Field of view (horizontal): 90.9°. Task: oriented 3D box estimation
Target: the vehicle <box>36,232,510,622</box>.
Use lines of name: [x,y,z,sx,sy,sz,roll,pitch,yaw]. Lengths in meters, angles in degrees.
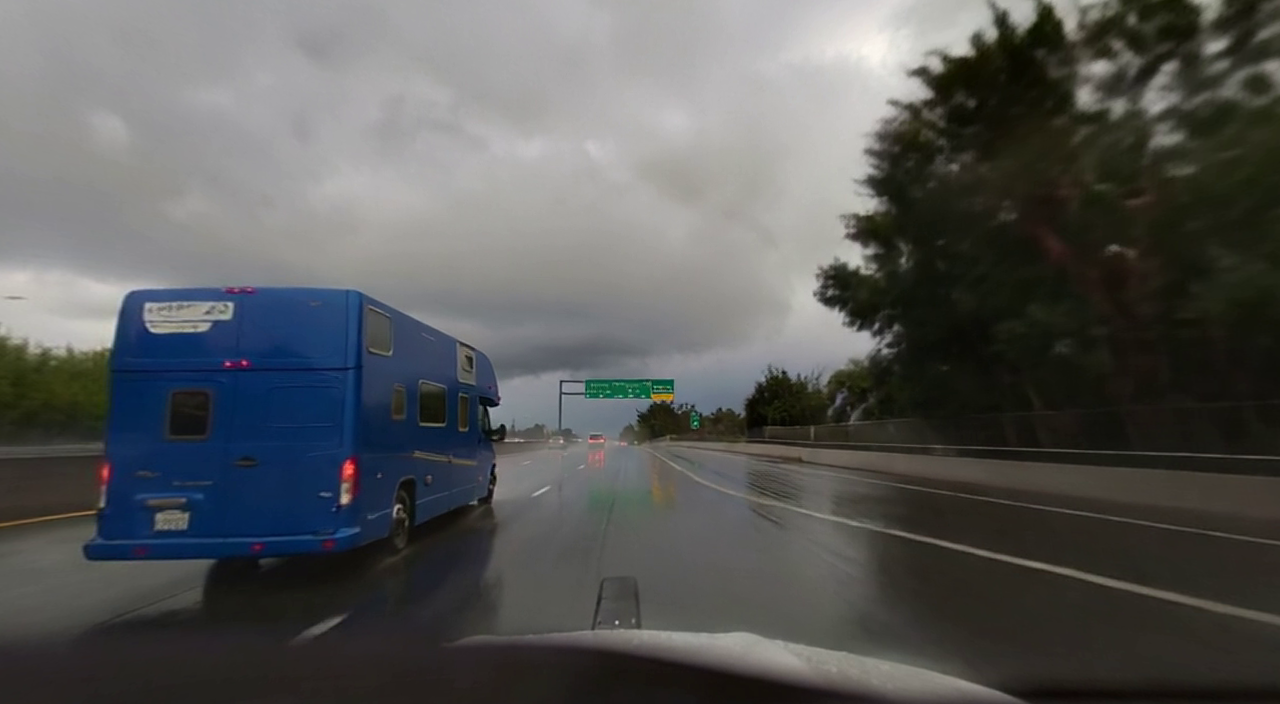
vehicle: [-3.874,0.997,9.135,2.676,3.269,7.388,-2,-6,-2]
